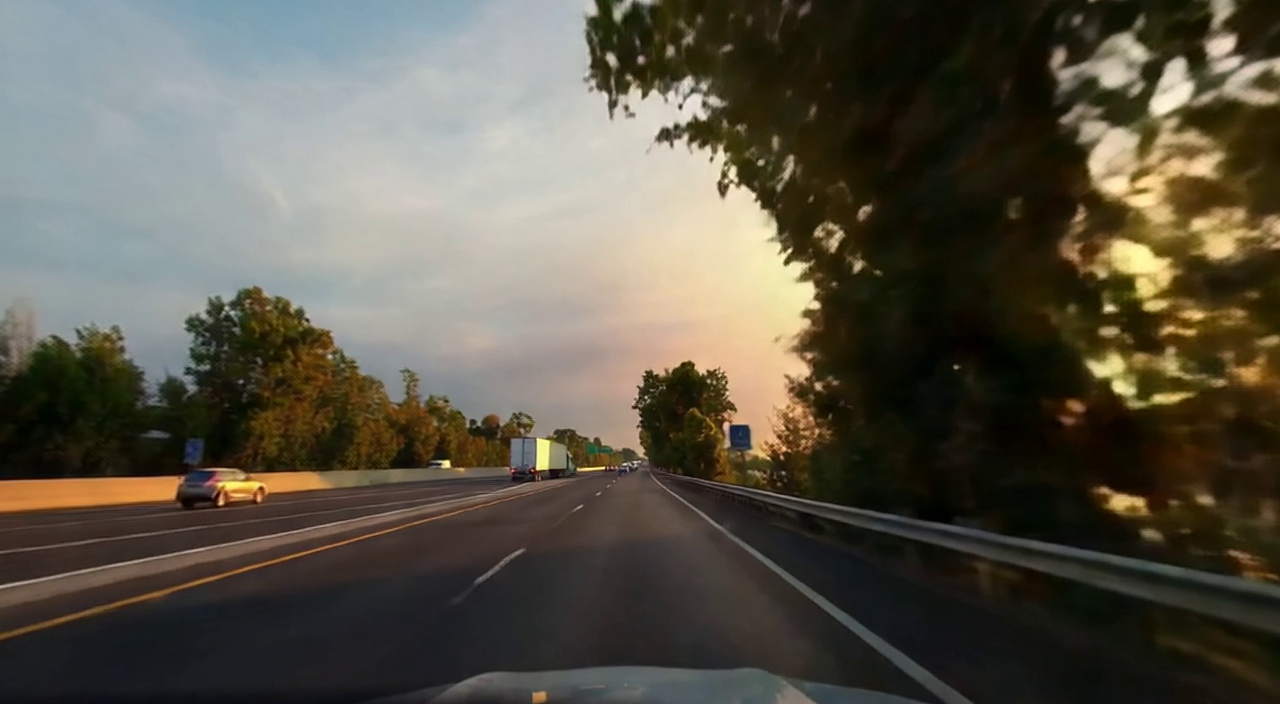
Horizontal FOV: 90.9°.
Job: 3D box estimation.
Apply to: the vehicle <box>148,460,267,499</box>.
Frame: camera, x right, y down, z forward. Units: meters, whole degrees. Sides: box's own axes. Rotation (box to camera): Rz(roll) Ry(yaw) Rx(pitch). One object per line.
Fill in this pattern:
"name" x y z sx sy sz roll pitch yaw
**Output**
"vehicle" -17.649 5.224 25.989 1.745 1.430 4.252 0 -10 2
